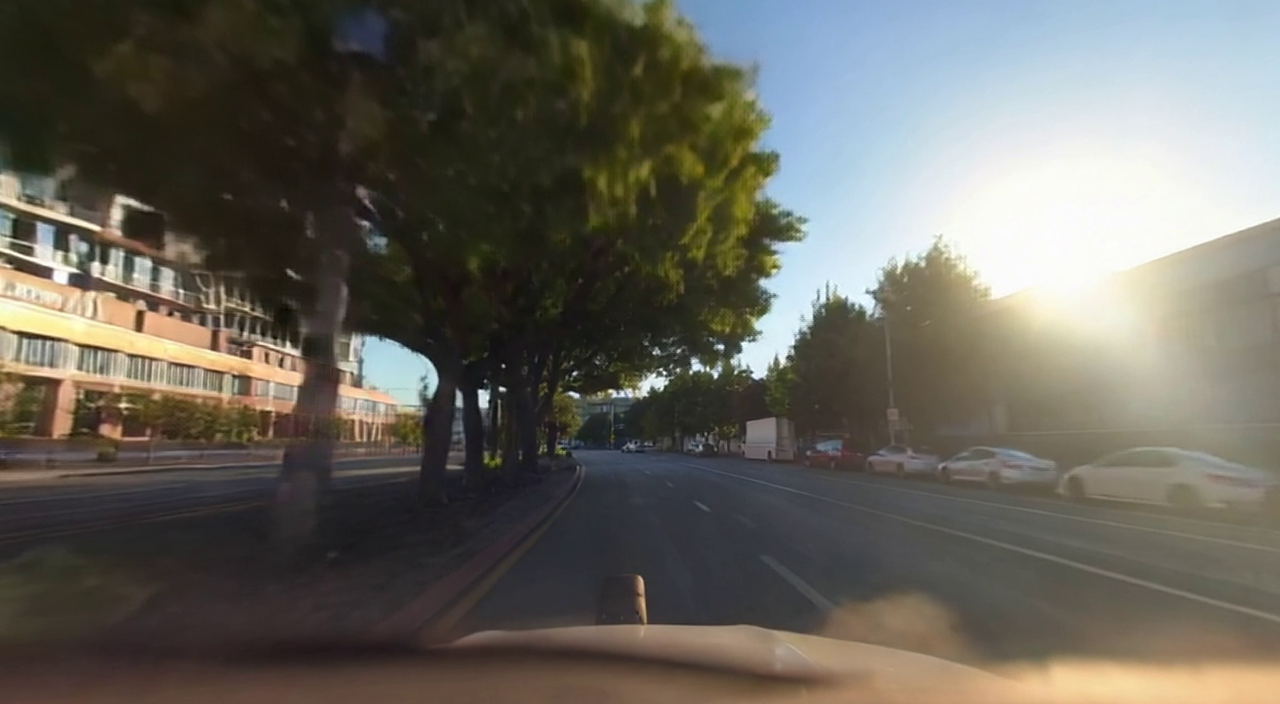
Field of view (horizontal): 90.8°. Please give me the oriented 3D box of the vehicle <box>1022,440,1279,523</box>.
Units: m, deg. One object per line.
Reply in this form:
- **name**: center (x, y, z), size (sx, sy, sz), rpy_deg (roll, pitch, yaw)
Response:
- **vehicle**: center (10.905, 2.707, 13.863), size (1.838, 1.466, 4.704), rpy_deg (1, -9, -4)

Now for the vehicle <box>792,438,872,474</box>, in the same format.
- **vehicle**: center (9.848, 5.398, 33.015), size (2.050, 1.699, 5.584), rpy_deg (1, -9, -4)

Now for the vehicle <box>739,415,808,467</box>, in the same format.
- **vehicle**: center (8.959, 6.084, 43.202), size (2.853, 3.253, 6.441), rpy_deg (0, -9, -4)

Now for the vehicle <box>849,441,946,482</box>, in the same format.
- **vehicle**: center (10.361, 4.426, 25.820), size (1.801, 1.489, 4.339), rpy_deg (1, -9, -6)

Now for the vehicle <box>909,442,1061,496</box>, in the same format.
- **vehicle**: center (10.564, 3.597, 19.887), size (1.895, 1.467, 4.885), rpy_deg (0, -9, -2)
